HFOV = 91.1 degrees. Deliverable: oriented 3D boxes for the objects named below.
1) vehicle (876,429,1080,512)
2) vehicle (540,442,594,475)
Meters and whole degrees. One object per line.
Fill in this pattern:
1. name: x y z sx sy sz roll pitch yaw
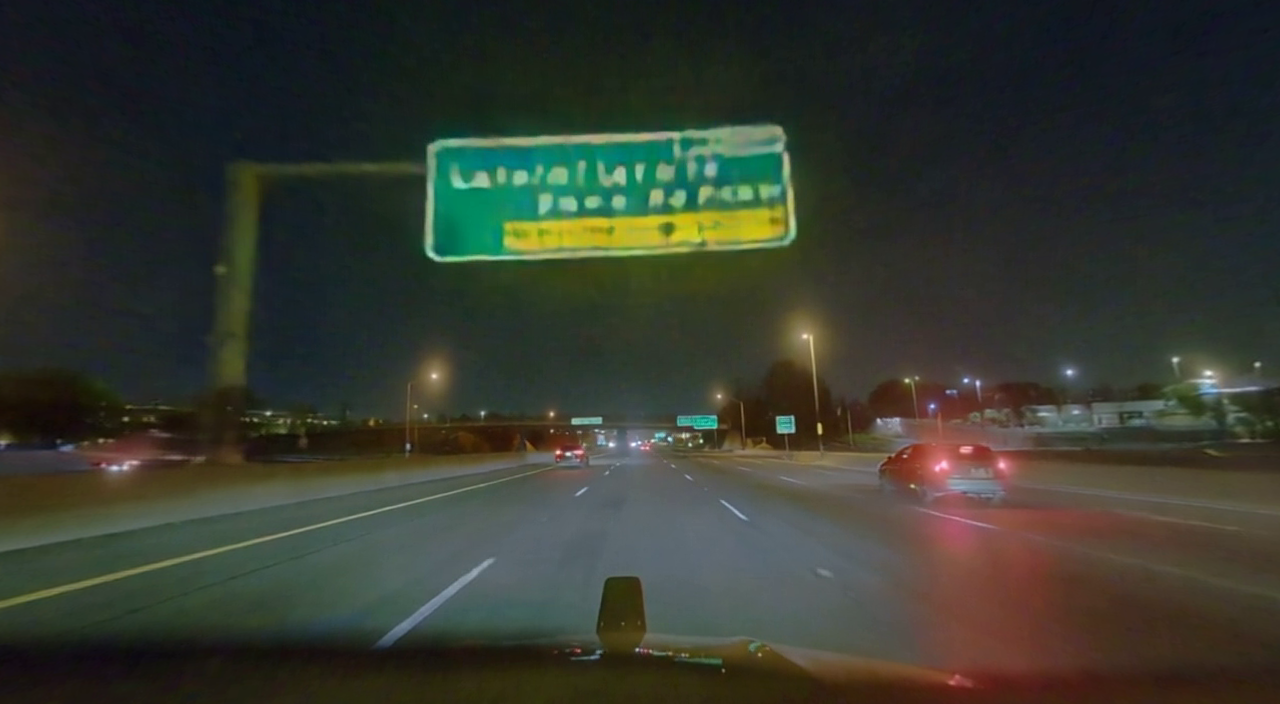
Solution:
1. vehicle: 7.482 2.663 14.648 2.032 1.601 4.863 0 -9 0
2. vehicle: -3.616 5.391 31.931 2.055 1.533 4.604 0 -8 2
